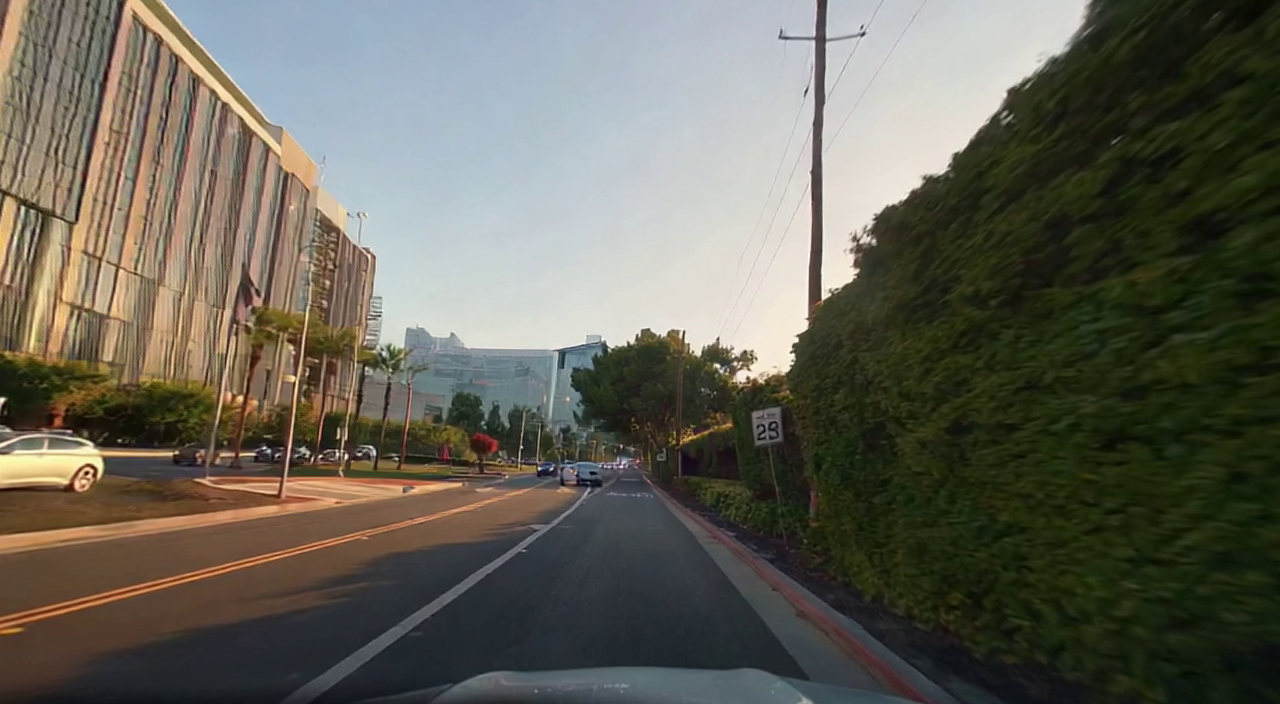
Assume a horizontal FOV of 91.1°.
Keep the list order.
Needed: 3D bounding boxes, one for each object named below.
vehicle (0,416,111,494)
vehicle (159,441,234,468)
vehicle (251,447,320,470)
[{"bbox_3d":[-14.678,2.298,14.027,1.913,1.640,4.260,0,-10,1],"label":"vehicle"},{"bbox_3d":[-29.333,6.799,41.529,3.973,1.647,1.896,-3,-11,19],"label":"vehicle"},{"bbox_3d":[-27.170,8.163,48.180,4.630,1.710,2.035,-4,-11,22],"label":"vehicle"}]
